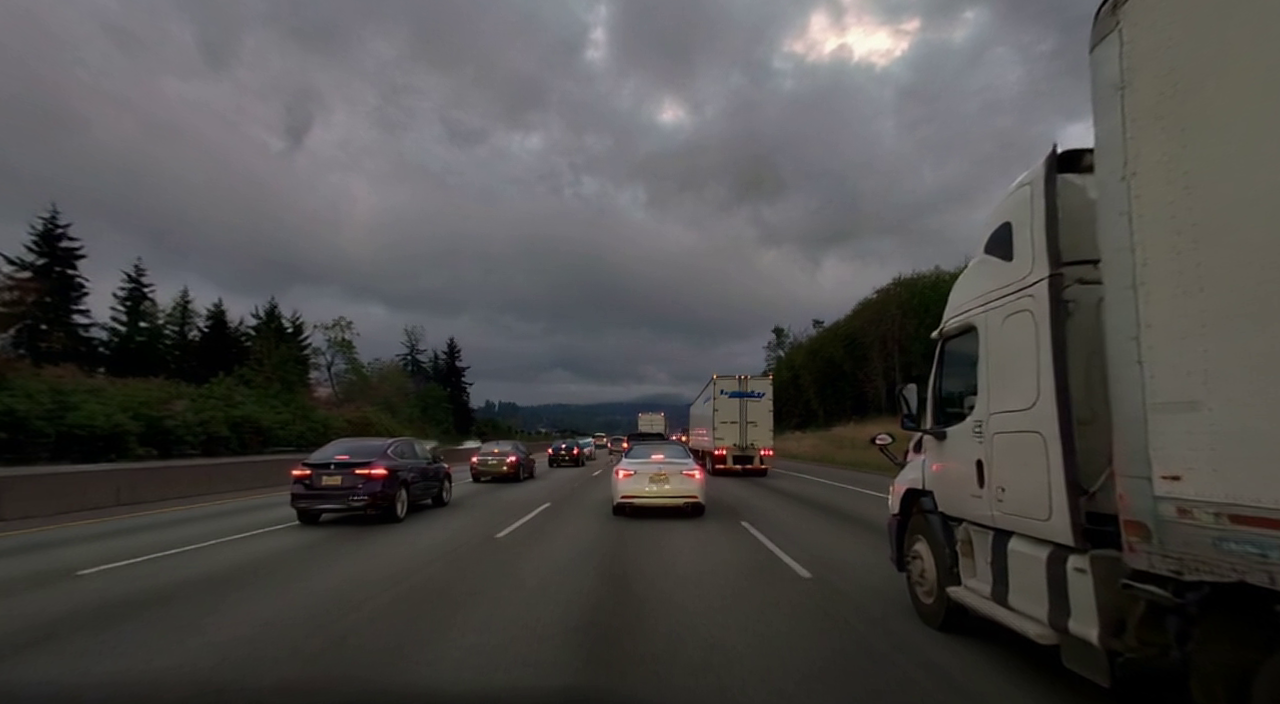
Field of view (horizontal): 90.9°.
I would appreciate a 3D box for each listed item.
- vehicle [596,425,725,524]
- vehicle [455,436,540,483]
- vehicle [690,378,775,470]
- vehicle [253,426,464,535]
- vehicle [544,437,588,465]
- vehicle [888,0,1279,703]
[{"bbox_3d":[0.324,2.134,11.550,1.973,1.505,3.568,0,-8,0],"label":"vehicle"},{"bbox_3d":[-4.769,3.622,21.649,1.880,1.458,3.978,0,-8,1],"label":"vehicle"},{"bbox_3d":[4.682,4.143,35.270,2.892,4.101,14.252,0,-8,1],"label":"vehicle"},{"bbox_3d":[-4.475,2.048,10.729,1.821,1.514,3.677,0,-8,1],"label":"vehicle"},{"bbox_3d":[-4.218,5.662,36.480,1.887,1.493,4.411,0,-8,2],"label":"vehicle"},{"bbox_3d":[4.018,-0.107,3.213,2.982,3.860,6.011,0,-8,0],"label":"vehicle"}]
